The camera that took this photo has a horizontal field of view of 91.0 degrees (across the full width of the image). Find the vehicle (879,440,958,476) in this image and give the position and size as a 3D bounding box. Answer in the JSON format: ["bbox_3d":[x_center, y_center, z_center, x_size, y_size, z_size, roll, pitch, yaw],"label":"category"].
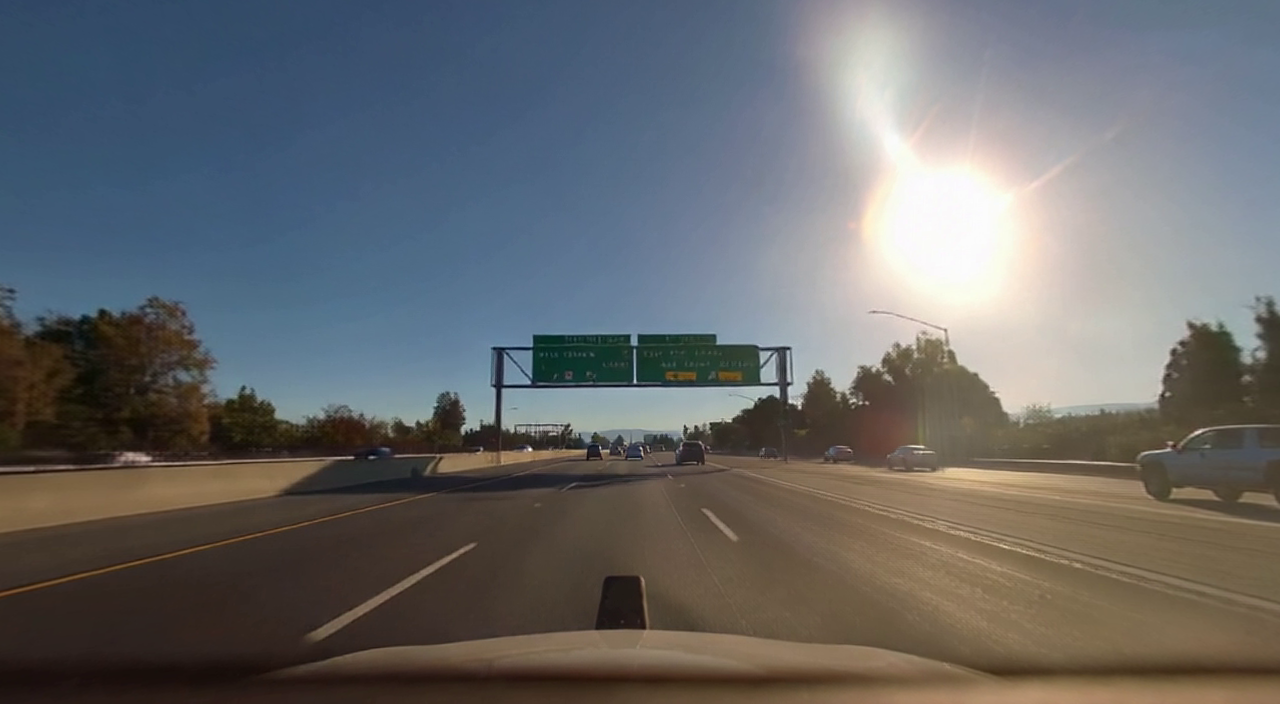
[{"bbox_3d":[14.746,5.608,33.638,2.116,1.754,4.727,0,-9,1],"label":"vehicle"}]

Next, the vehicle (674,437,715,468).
[{"bbox_3d":[3.341,6.316,39.514,2.147,1.794,4.538,0,-9,-1],"label":"vehicle"}]

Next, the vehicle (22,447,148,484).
[{"bbox_3d":[-25.486,5.180,29.136,1.851,1.544,4.348,0,-9,0],"label":"vehicle"}]

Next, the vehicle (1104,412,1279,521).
[{"bbox_3d":[14.025,2.540,14.130,2.442,2.140,6.462,0,-9,2],"label":"vehicle"}]
